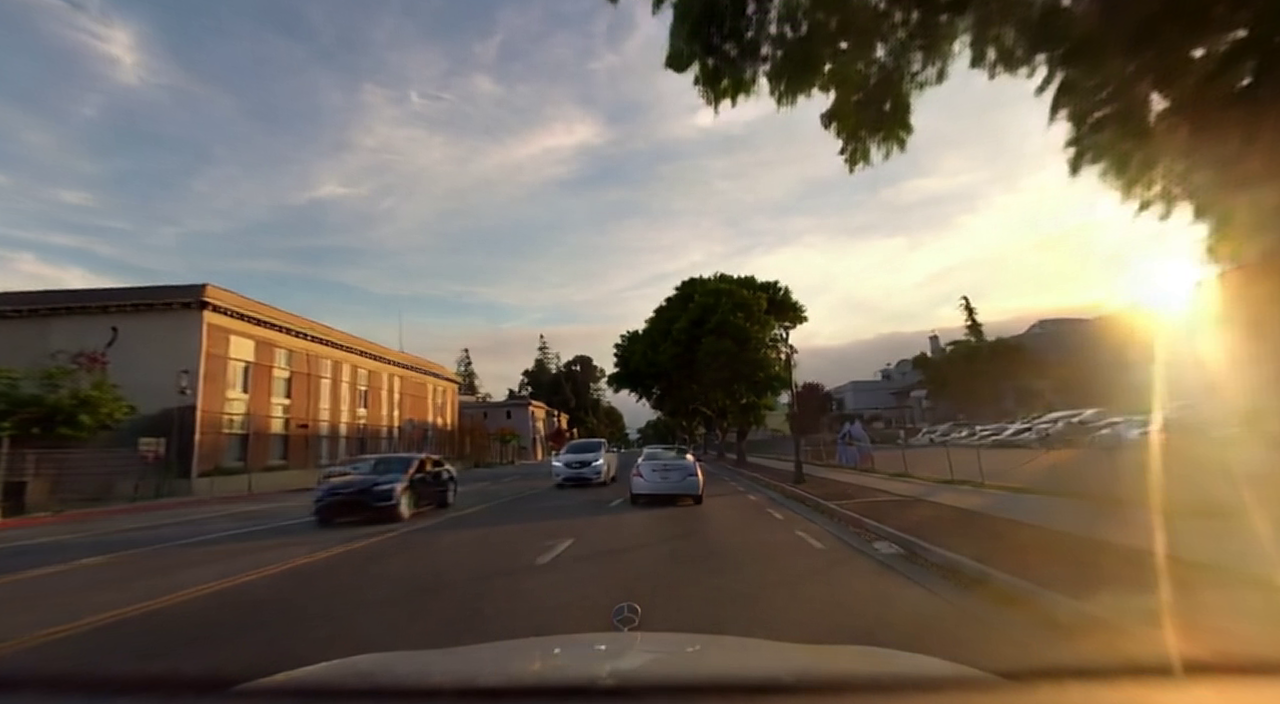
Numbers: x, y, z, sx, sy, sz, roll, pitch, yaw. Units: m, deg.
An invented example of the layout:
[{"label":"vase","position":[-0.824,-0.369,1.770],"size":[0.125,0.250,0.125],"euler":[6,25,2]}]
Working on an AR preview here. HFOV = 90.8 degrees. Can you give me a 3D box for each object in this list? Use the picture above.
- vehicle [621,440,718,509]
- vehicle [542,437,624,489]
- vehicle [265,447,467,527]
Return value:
[{"label":"vehicle","position":[0.769,2.991,15.978],"size":[2.116,1.479,4.358],"euler":[-1,-8,3]},{"label":"vehicle","position":[-1.964,4.063,23.473],"size":[2.294,1.695,4.792],"euler":[-1,-8,4]},{"label":"vehicle","position":[-5.778,2.877,14.166],"size":[2.170,1.465,4.648],"euler":[-1,-9,4]}]
